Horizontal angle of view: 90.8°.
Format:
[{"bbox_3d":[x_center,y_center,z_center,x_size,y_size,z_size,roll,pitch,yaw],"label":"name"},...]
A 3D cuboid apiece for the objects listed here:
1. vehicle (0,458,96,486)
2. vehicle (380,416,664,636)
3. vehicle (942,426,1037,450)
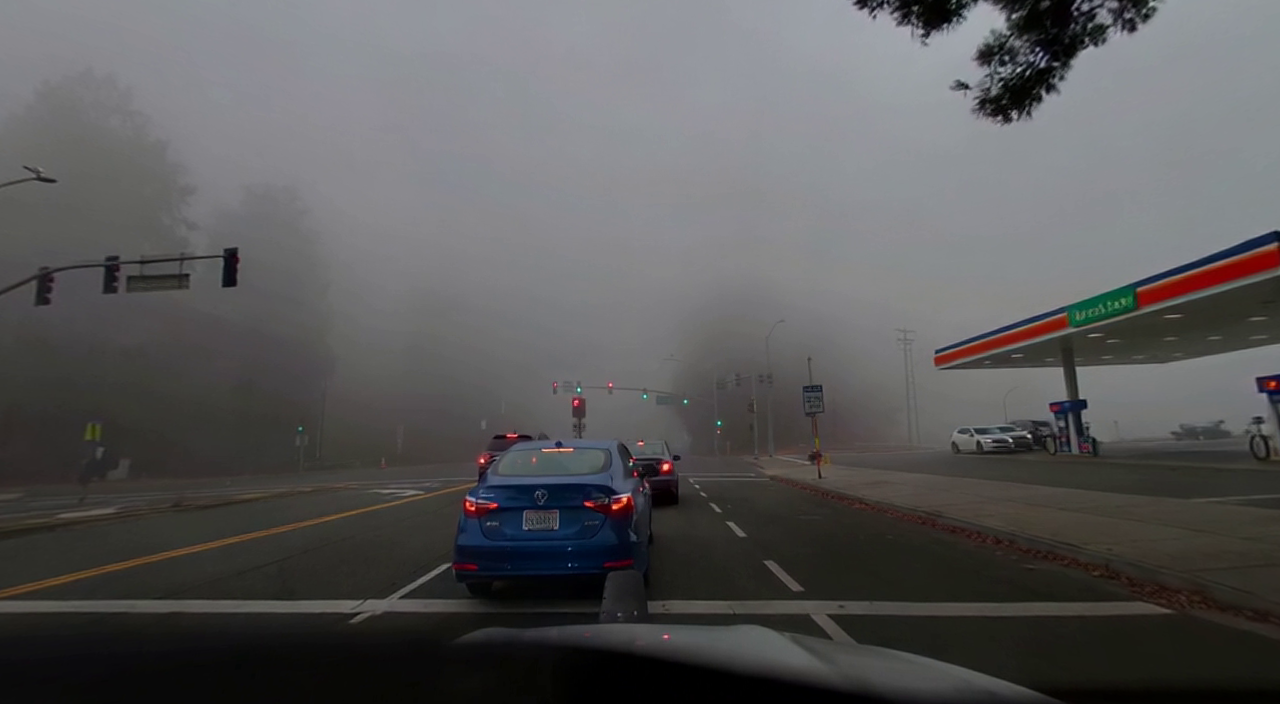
[{"bbox_3d":[-35.122,6.990,37.079,1.796,1.440,4.802,-1,-8,4],"label":"vehicle"},{"bbox_3d":[-0.752,1.541,6.709,1.916,1.510,4.447,-1,-8,3],"label":"vehicle"},{"bbox_3d":[22.428,5.531,40.639,4.874,1.502,2.048,0,-8,-1],"label":"vehicle"}]
